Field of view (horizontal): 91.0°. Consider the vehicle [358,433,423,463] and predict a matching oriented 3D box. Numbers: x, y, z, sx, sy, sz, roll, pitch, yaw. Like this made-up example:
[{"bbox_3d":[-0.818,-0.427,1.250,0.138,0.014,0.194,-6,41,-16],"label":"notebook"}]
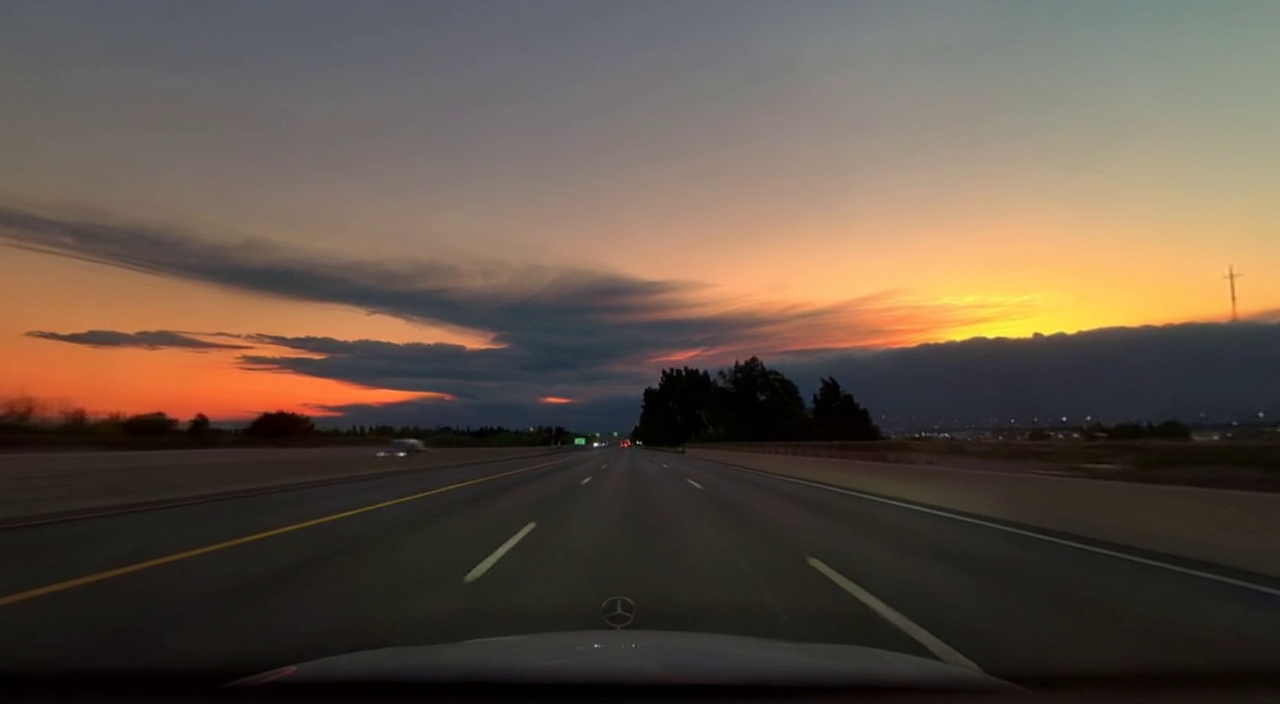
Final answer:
[{"bbox_3d":[-13.897,5.375,35.314,1.992,1.579,4.371,0,-8,-2],"label":"vehicle"}]
